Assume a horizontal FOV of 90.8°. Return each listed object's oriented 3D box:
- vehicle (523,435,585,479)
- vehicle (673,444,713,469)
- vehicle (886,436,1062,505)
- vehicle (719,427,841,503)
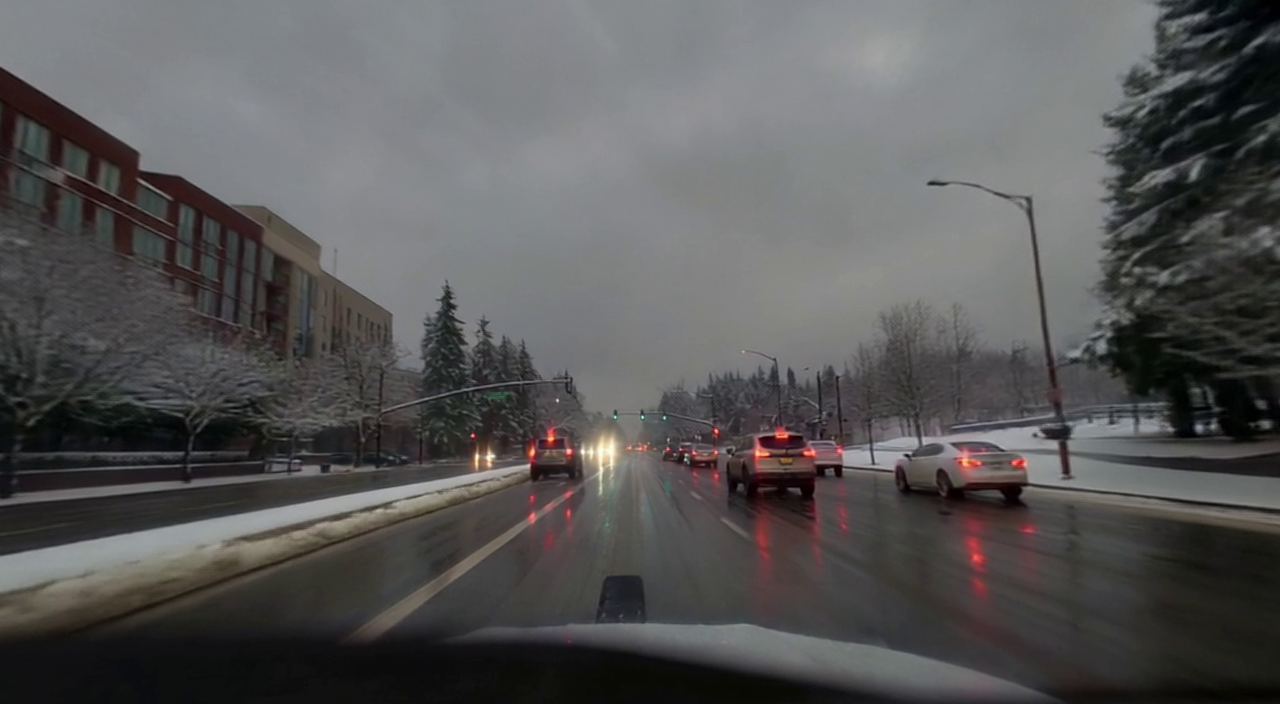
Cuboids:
[{"bbox_3d":[-3.755,4.678,28.356,2.155,1.797,3.989,-1,-8,1],"label":"vehicle"},{"bbox_3d":[3.336,6.686,40.733,2.054,1.473,4.511,0,-8,-2],"label":"vehicle"},{"bbox_3d":[8.336,2.980,16.396,1.944,1.503,4.723,0,-8,0],"label":"vehicle"},{"bbox_3d":[3.619,3.025,17.360,2.152,1.742,4.704,0,-8,-1],"label":"vehicle"}]
